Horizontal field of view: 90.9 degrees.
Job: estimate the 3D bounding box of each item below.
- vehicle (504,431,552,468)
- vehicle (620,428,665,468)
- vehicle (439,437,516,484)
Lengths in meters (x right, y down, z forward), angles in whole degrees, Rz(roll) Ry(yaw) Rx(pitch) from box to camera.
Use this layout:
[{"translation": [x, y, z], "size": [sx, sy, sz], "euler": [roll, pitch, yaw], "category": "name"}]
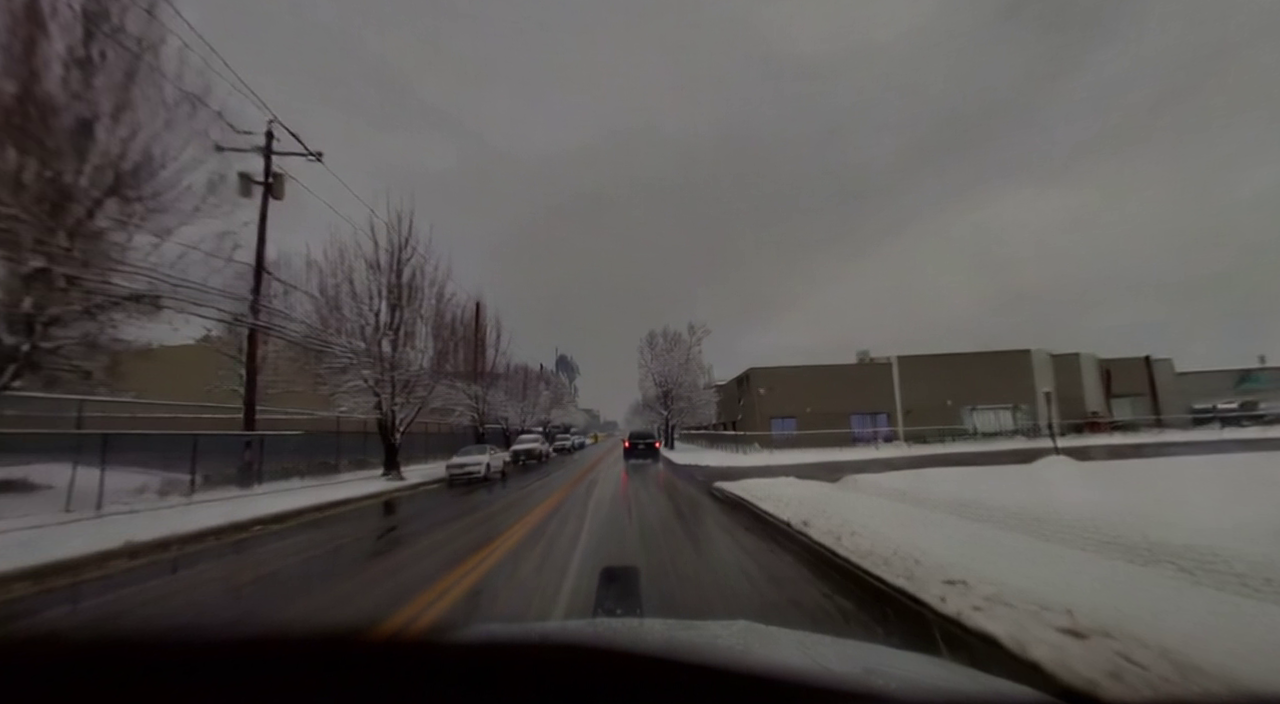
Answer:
[{"translation": [-6.673, 5.899, 38.052], "size": [2.005, 1.989, 4.929], "euler": [-3, -9, 0], "category": "vehicle"}, {"translation": [0.108, 4.893, 32.308], "size": [2.152, 1.874, 4.042], "euler": [0, -8, 0], "category": "vehicle"}, {"translation": [-6.089, 4.153, 24.086], "size": [1.938, 1.500, 4.130], "euler": [-3, -10, -2], "category": "vehicle"}]
